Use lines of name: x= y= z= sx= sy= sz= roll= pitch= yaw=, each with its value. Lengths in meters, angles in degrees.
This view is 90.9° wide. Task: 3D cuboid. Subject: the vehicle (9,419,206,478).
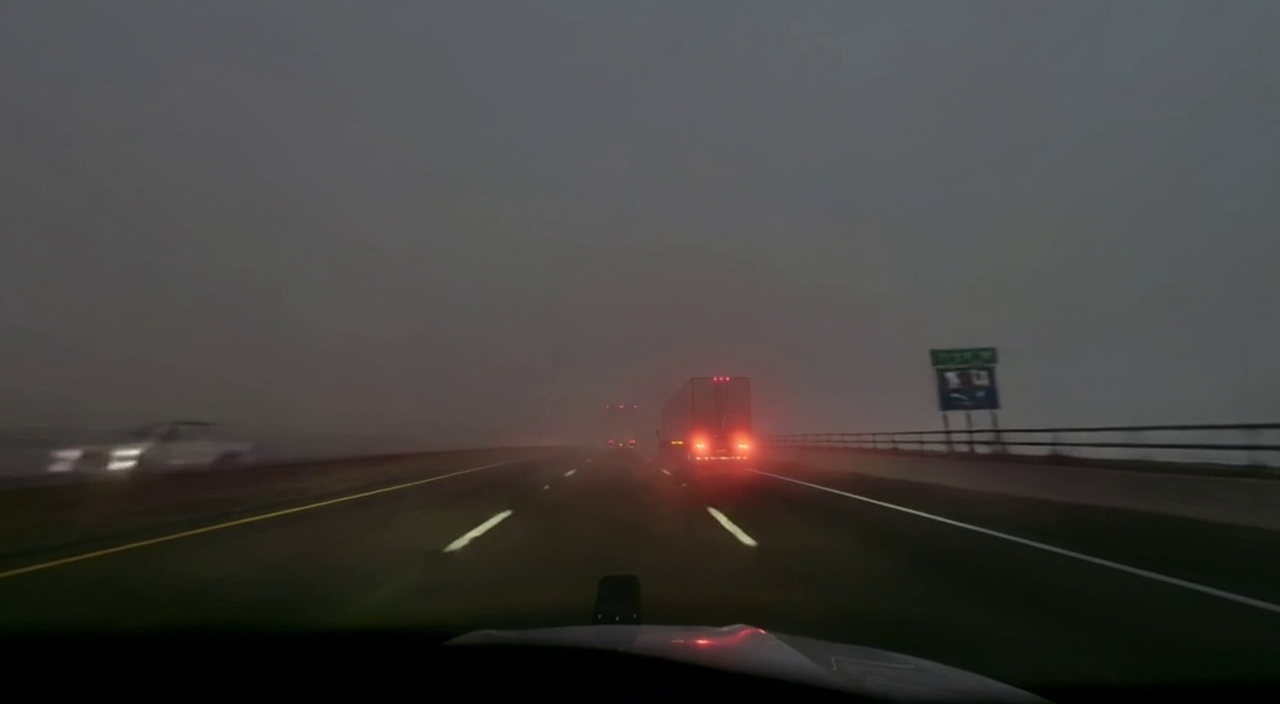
vehicle: x=-16.521 y=3.027 z=20.033 sx=2.059 sy=1.638 sz=4.831 roll=0 pitch=-8 yaw=0

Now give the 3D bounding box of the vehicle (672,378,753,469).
vehicle: x=3.398 y=3.712 z=31.994 sx=2.873 sy=3.998 sz=8.286 roll=0 pitch=-8 yaw=-2
